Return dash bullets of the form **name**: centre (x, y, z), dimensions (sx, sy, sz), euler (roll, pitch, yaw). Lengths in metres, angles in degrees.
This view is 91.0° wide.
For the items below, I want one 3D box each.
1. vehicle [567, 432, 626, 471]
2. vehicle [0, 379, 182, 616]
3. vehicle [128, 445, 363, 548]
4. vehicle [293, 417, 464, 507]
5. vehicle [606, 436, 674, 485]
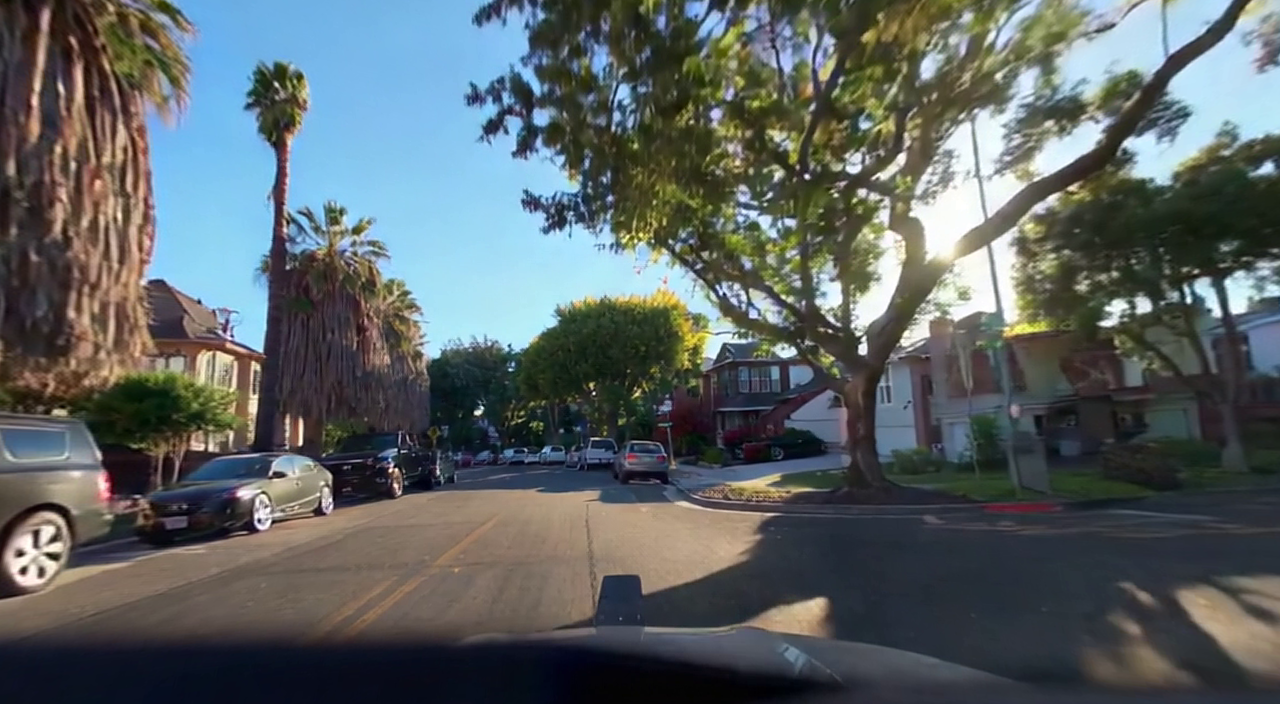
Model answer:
- **vehicle**: centre (-2.506, 5.491, 35.011), dimensions (2.139, 1.997, 4.864), euler (3, -9, -17)
- **vehicle**: centre (-7.147, 1.213, 4.930), dimensions (2.556, 2.156, 6.159), euler (0, -8, -2)
- **vehicle**: centre (-7.098, 2.565, 11.977), dimensions (1.875, 1.585, 4.184), euler (0, -8, -3)
- **vehicle**: centre (-7.317, 3.180, 18.714), dimensions (2.624, 2.178, 6.522), euler (1, -8, -4)
- **vehicle**: centre (-0.109, 4.042, 23.838), dimensions (2.076, 1.658, 4.604), euler (1, -8, -6)
